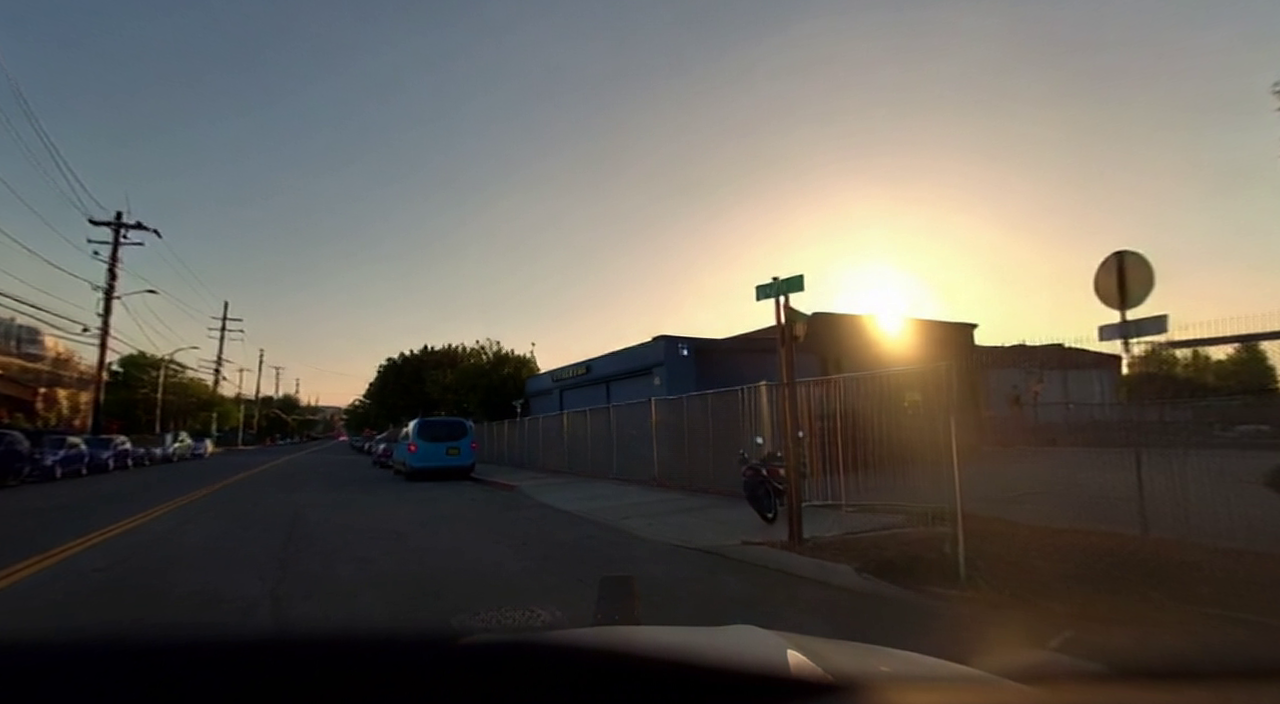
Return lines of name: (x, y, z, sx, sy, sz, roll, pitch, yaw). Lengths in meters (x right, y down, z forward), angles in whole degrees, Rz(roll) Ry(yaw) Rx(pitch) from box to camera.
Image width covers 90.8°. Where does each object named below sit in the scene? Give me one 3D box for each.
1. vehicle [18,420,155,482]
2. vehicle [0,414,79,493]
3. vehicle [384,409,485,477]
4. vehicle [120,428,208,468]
vehicle: (-19.984, 3.590, 23.194, 2.304, 1.937, 5.720, 2, -9, -26)
vehicle: (-17.133, 2.730, 17.007, 1.857, 1.908, 4.081, 4, -10, -26)
vehicle: (-7.295, 3.161, 21.913, 2.327, 2.021, 5.850, 4, -9, -27)
vehicle: (-24.843, 5.028, 33.271, 2.504, 1.919, 5.658, 4, -9, -25)
